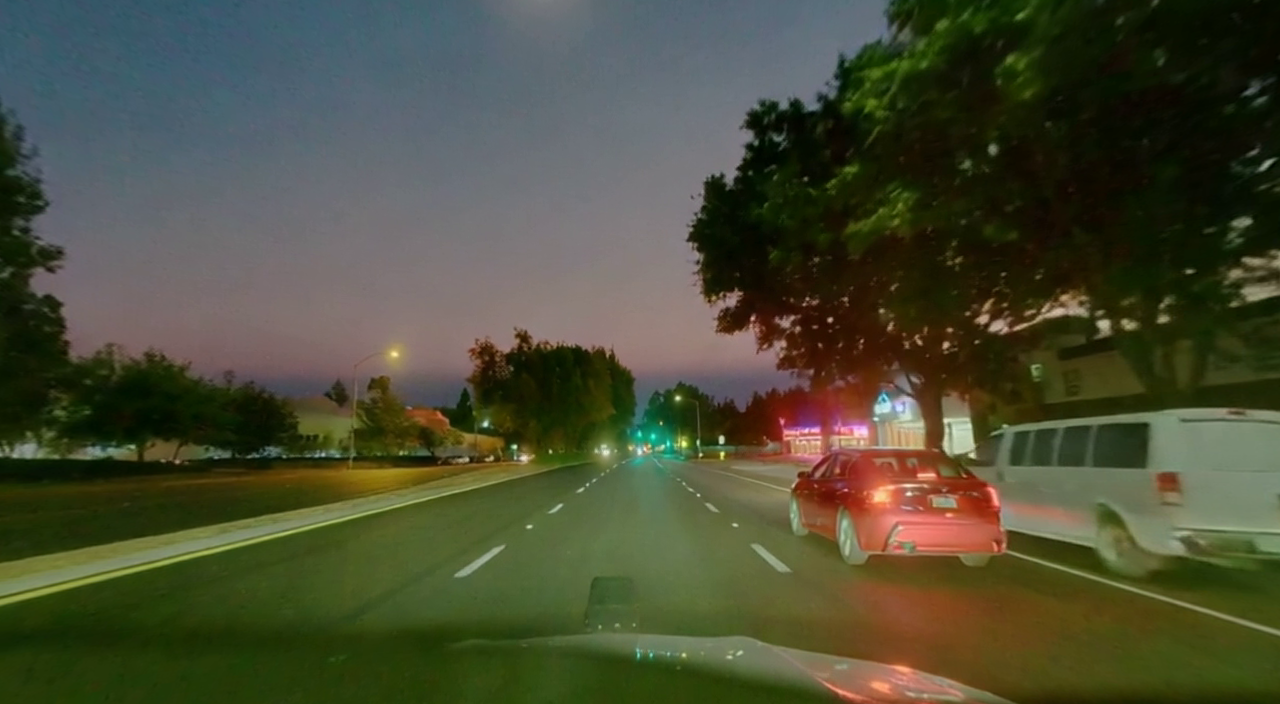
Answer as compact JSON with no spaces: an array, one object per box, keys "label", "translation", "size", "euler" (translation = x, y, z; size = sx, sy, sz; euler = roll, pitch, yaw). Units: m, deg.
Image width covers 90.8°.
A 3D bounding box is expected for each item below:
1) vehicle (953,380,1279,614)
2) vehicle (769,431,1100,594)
[{"label":"vehicle","translation":[6.799,1.691,8.432],"size":[2.311,2.085,5.422],"euler":[0,-8,-1]},{"label":"vehicle","translation":[3.193,1.821,8.150],"size":[2.004,1.470,4.544],"euler":[0,-8,-1]}]
